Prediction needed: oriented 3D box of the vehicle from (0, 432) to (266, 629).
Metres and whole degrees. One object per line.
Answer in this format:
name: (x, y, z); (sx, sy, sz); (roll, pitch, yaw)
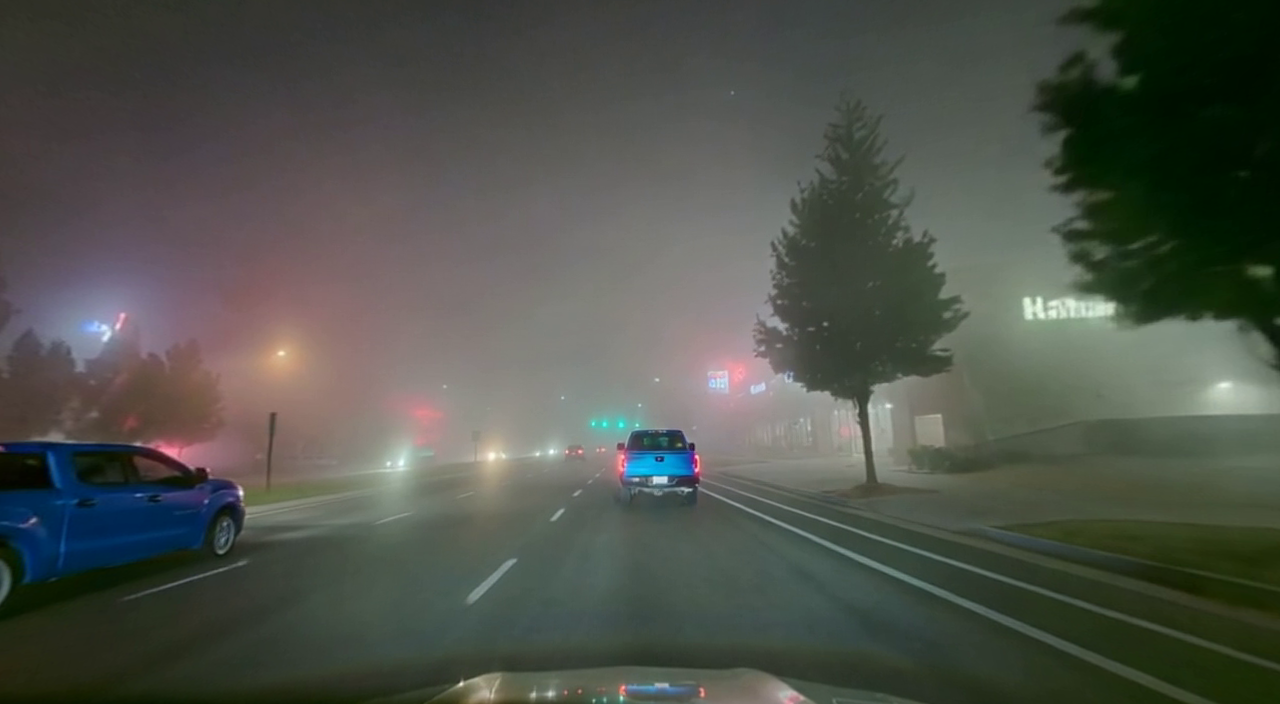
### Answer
vehicle: (-5.645, 1.459, 5.636); (1.888, 1.424, 4.553); (0, -8, -1)

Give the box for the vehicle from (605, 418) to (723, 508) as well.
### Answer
vehicle: (0.408, 2.868, 16.816); (2.590, 1.932, 5.776); (0, -9, -2)
